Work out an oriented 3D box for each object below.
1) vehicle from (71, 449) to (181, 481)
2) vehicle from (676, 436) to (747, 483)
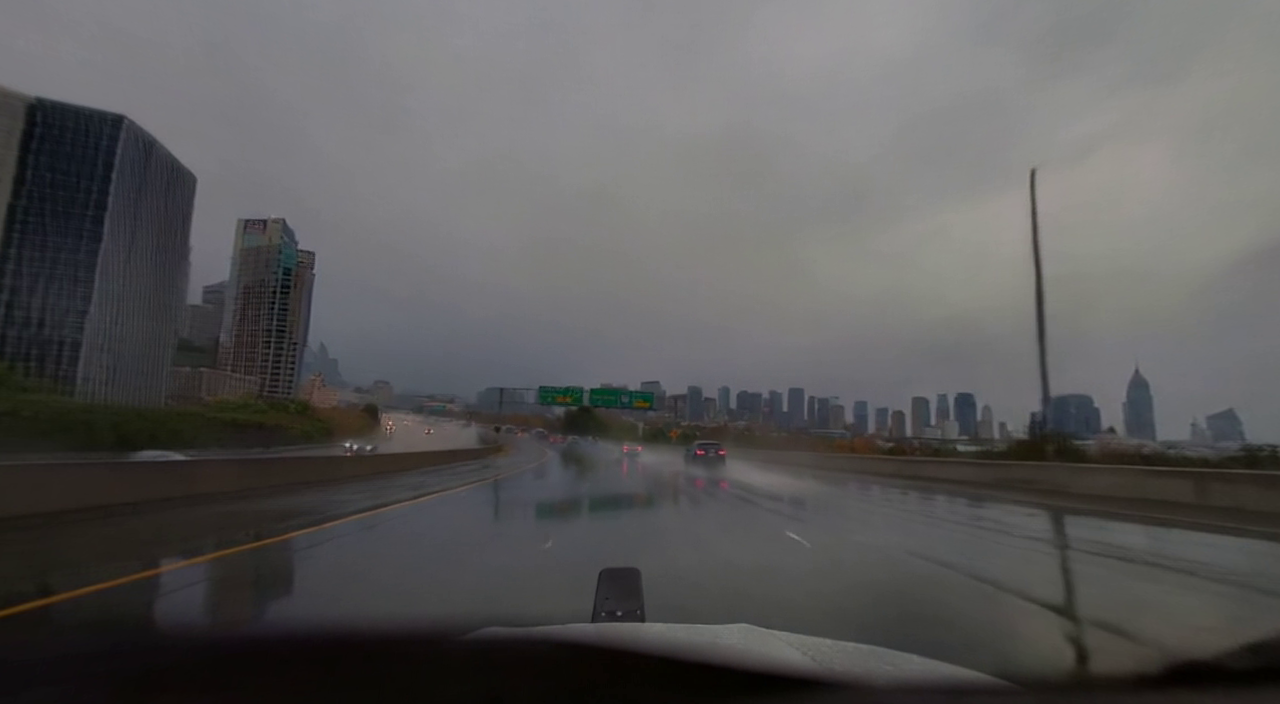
[{"bbox_3d":[-25.797,5.659,31.978,1.886,1.430,4.564,0,-9,-3],"label":"vehicle"},{"bbox_3d":[2.852,4.439,26.383,2.110,1.780,4.682,0,-9,-4],"label":"vehicle"}]
